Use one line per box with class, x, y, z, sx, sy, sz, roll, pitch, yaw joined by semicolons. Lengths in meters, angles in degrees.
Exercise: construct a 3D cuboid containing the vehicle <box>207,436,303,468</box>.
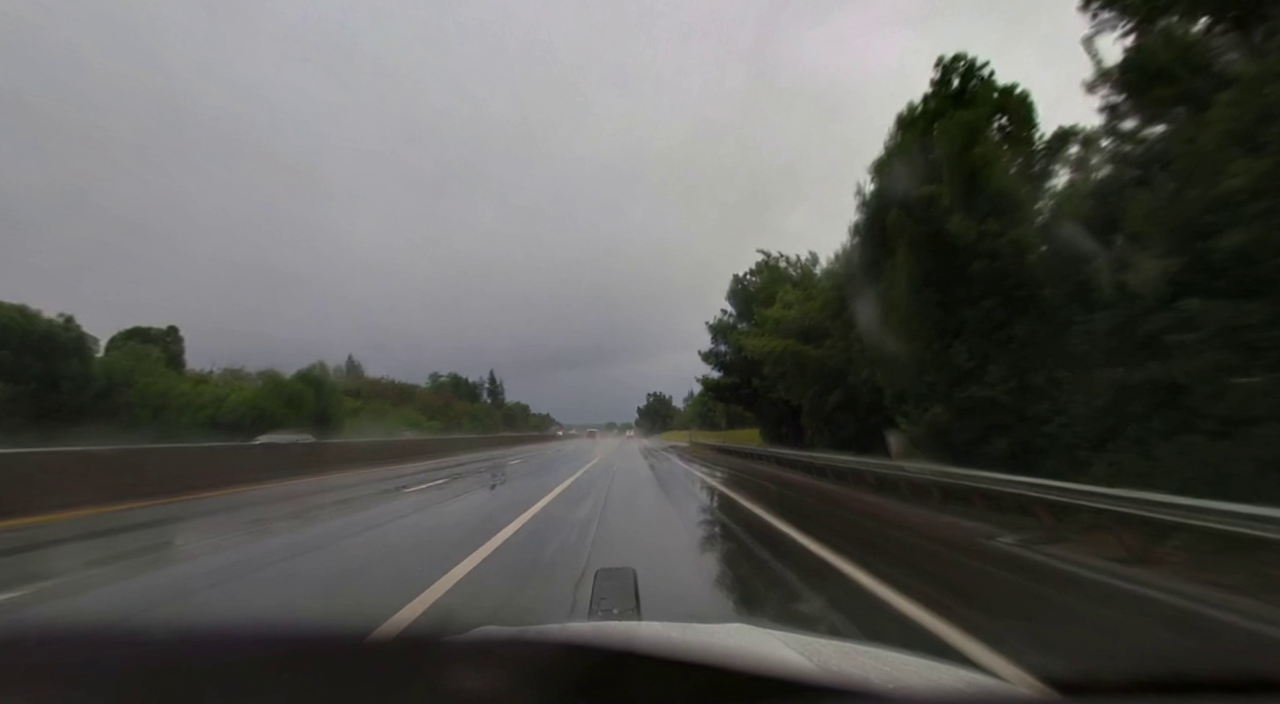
vehicle;-19.169;4.957;31.647;2.056;1.492;4.392;0;-8;-1
